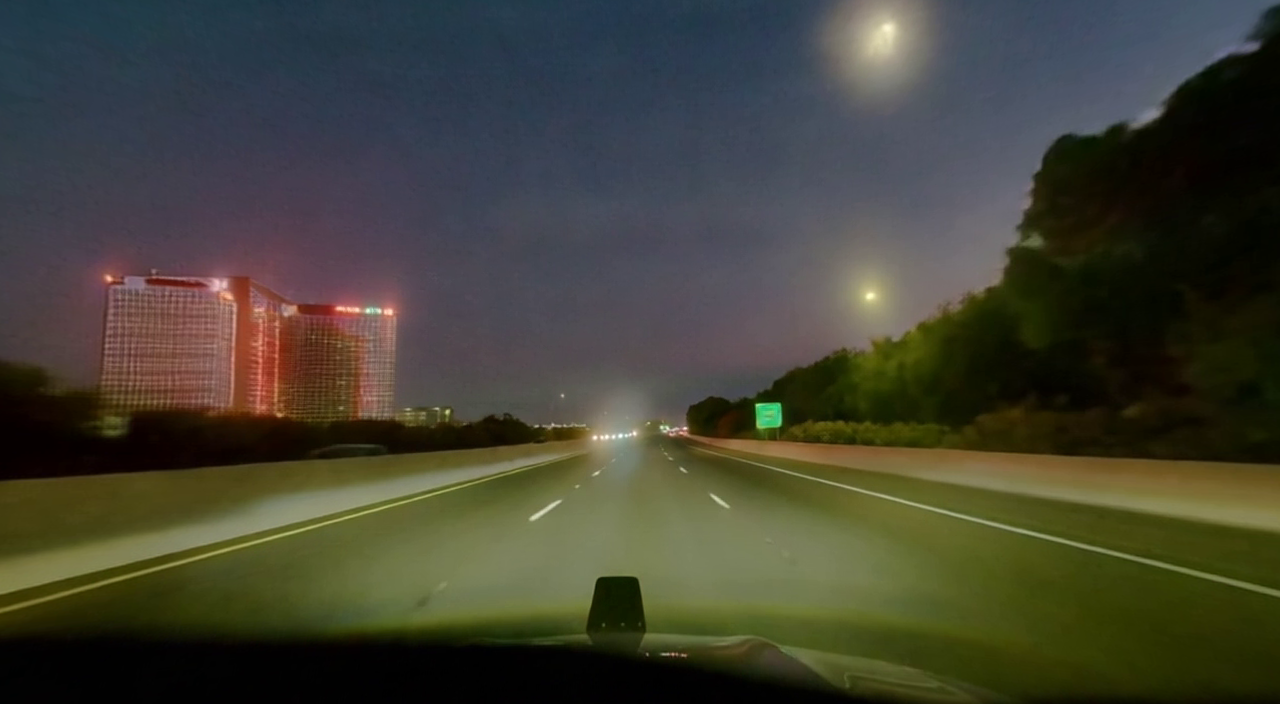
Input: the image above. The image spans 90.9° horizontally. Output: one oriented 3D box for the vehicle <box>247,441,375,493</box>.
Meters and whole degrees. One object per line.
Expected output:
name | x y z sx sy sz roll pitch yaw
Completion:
vehicle | -10.390 3.629 20.318 1.856 1.476 4.095 0 -8 1
